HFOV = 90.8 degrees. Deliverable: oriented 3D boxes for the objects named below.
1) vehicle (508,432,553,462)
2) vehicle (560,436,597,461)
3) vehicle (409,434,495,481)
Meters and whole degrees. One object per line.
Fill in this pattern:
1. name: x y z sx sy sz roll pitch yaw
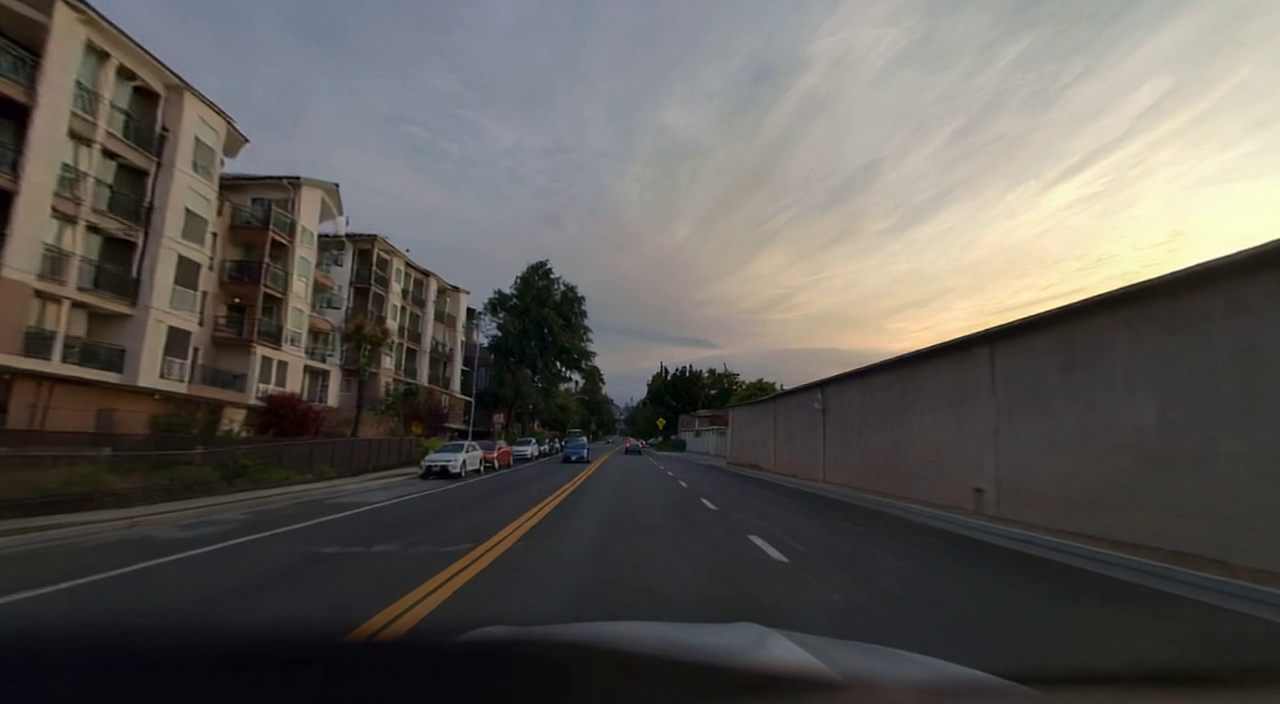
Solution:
1. vehicle: -7.445 6.496 43.368 2.098 1.851 4.817 2 -7 1
2. vehicle: -4.258 6.784 44.336 2.170 1.631 4.299 0 -9 0
3. vehicle: -7.164 4.075 24.633 1.913 1.560 4.513 3 -8 0
